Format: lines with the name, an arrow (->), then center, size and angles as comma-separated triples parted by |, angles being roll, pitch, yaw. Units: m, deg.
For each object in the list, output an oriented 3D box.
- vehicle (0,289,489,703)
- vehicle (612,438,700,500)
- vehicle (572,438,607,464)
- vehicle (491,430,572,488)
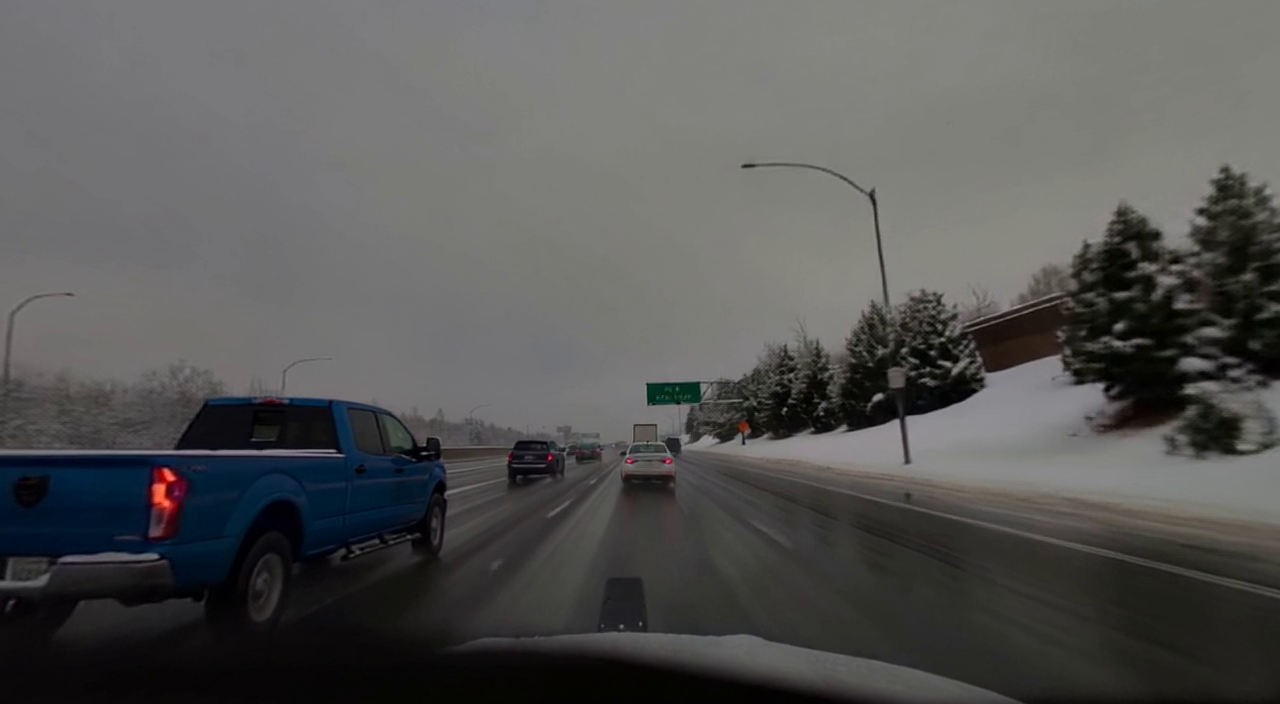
vehicle -> -3.343, 1.145, 5.908 | 2.269, 2.060, 5.933 | 0, -8, 1
vehicle -> 0.368, 3.052, 16.884 | 2.054, 1.421, 4.090 | 0, -8, 0
vehicle -> -3.345, 6.641, 42.435 | 1.897, 1.646, 4.049 | 0, -8, 1
vehicle -> -3.516, 3.549, 21.250 | 1.903, 1.721, 4.210 | 0, -8, 1
